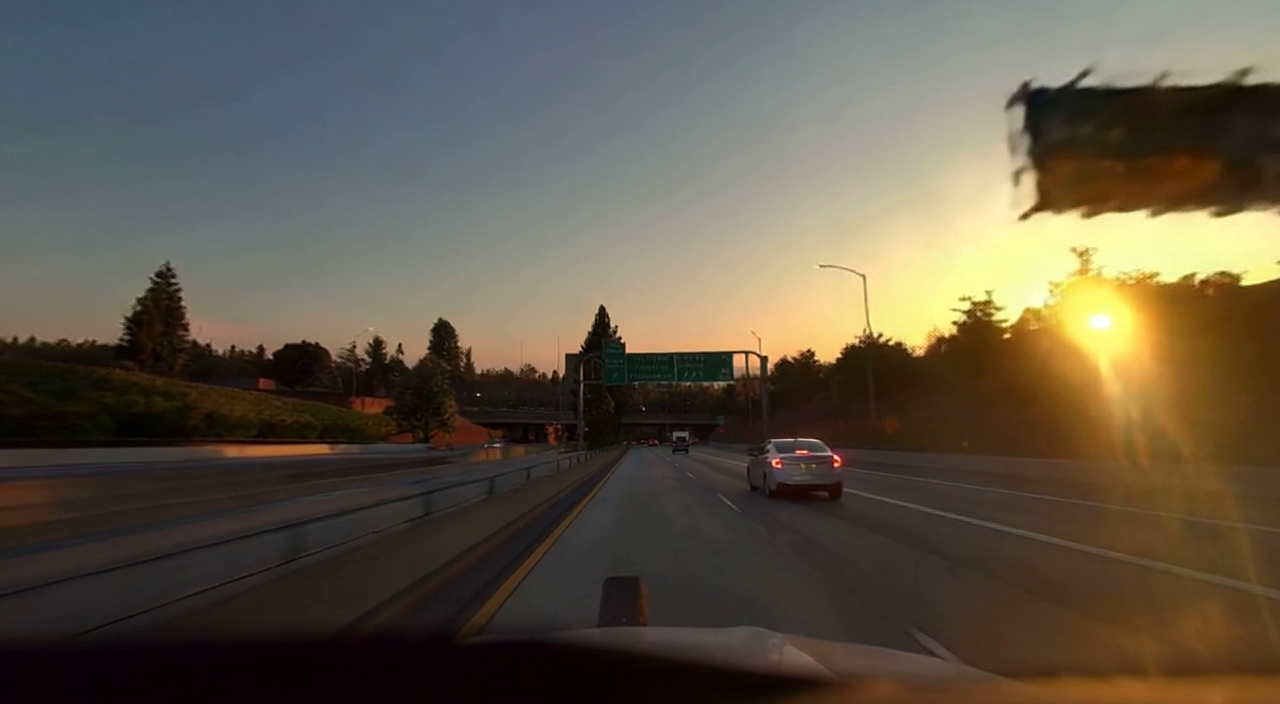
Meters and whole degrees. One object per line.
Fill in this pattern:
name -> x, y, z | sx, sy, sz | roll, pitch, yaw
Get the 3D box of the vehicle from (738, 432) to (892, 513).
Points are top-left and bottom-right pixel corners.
vehicle -> 3.587, 2.560, 13.943 | 2.091, 1.482, 4.522 | 0, -8, 0
